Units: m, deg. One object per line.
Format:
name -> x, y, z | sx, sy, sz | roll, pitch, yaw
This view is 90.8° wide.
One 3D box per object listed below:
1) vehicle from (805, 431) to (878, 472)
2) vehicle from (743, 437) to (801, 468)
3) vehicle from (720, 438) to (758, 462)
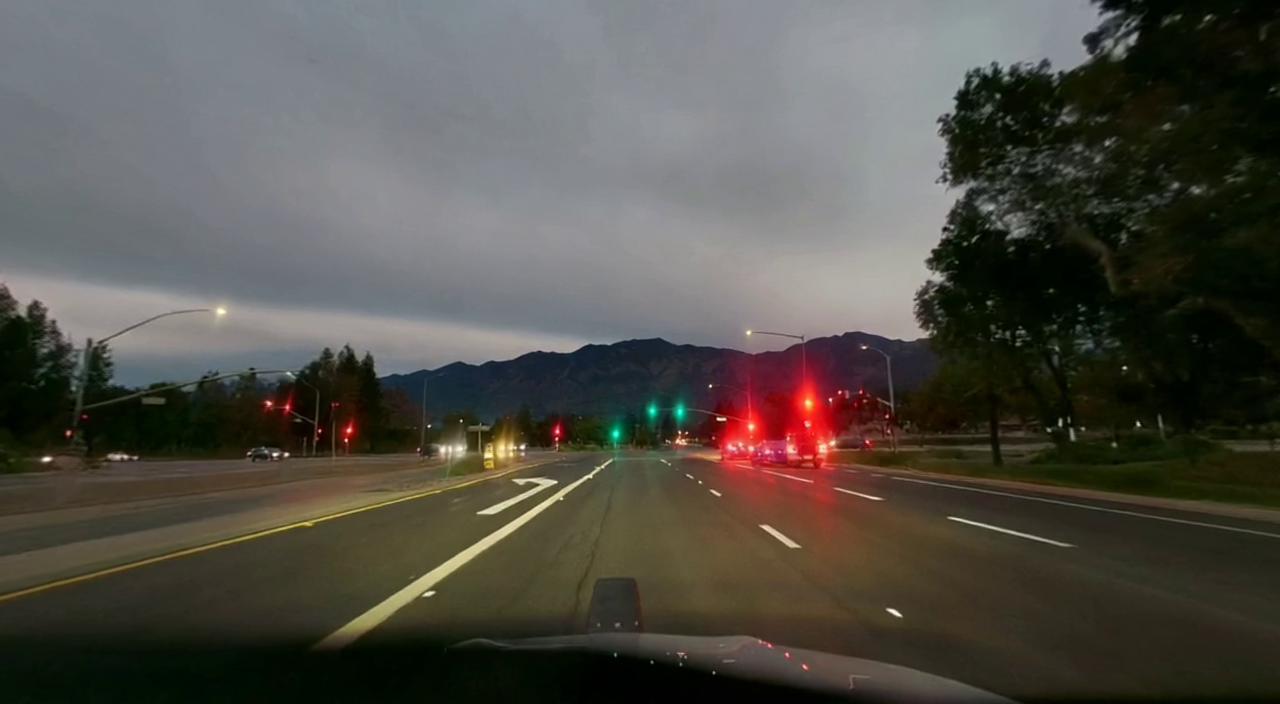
vehicle -> 9.440, 4.708, 30.034 | 1.977, 1.773, 4.646 | 0, -8, 1
vehicle -> 6.916, 5.322, 33.604 | 1.990, 1.480, 4.624 | 0, -8, -1
vehicle -> 6.857, 6.836, 44.221 | 1.899, 1.570, 4.666 | 0, -8, 0
